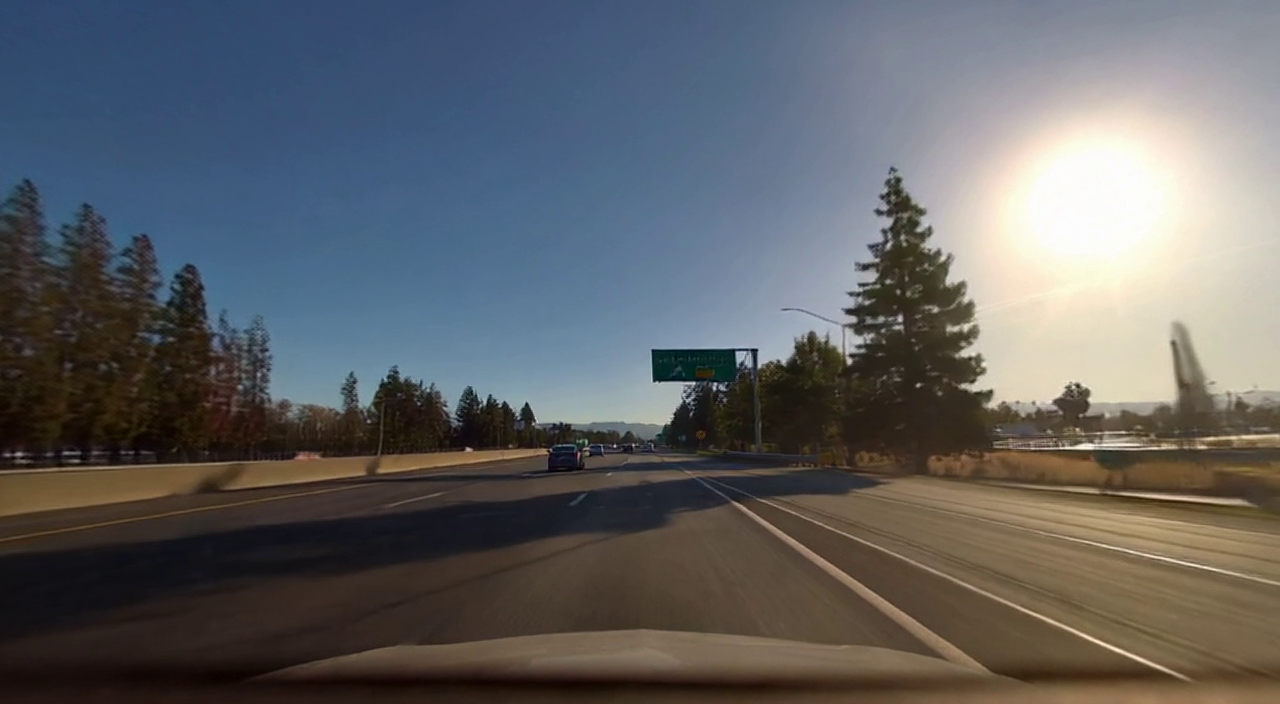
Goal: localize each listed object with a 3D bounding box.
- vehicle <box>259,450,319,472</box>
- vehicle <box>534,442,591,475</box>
[{"bbox_3d":[-24.437,7.603,44.016,1.755,1.407,4.053,0,-8,2],"label":"vehicle"},{"bbox_3d":[-3.563,4.989,29.787,2.128,1.450,4.078,0,-8,1],"label":"vehicle"}]
